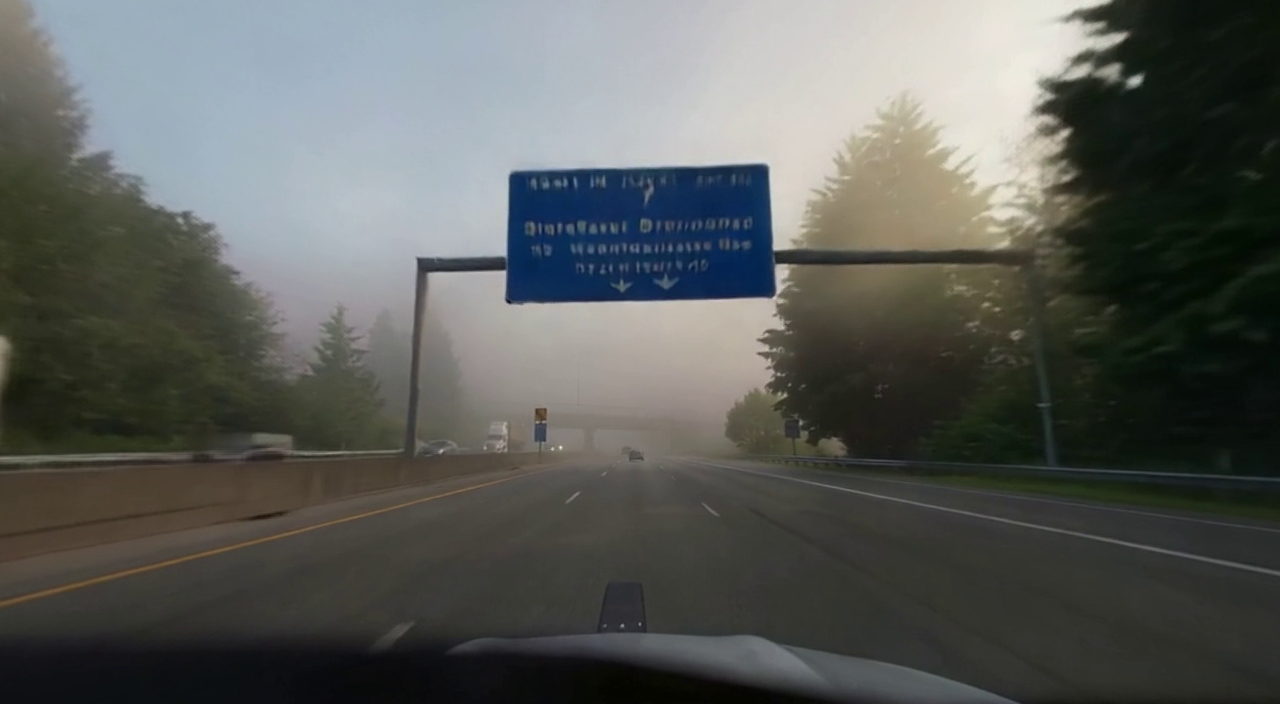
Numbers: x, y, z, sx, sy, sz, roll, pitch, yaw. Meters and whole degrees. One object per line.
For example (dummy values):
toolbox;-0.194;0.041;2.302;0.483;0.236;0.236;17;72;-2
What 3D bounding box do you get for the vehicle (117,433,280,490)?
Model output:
vehicle;-12.268;3.073;17.868;1.806;1.414;3.868;0;-9;0
